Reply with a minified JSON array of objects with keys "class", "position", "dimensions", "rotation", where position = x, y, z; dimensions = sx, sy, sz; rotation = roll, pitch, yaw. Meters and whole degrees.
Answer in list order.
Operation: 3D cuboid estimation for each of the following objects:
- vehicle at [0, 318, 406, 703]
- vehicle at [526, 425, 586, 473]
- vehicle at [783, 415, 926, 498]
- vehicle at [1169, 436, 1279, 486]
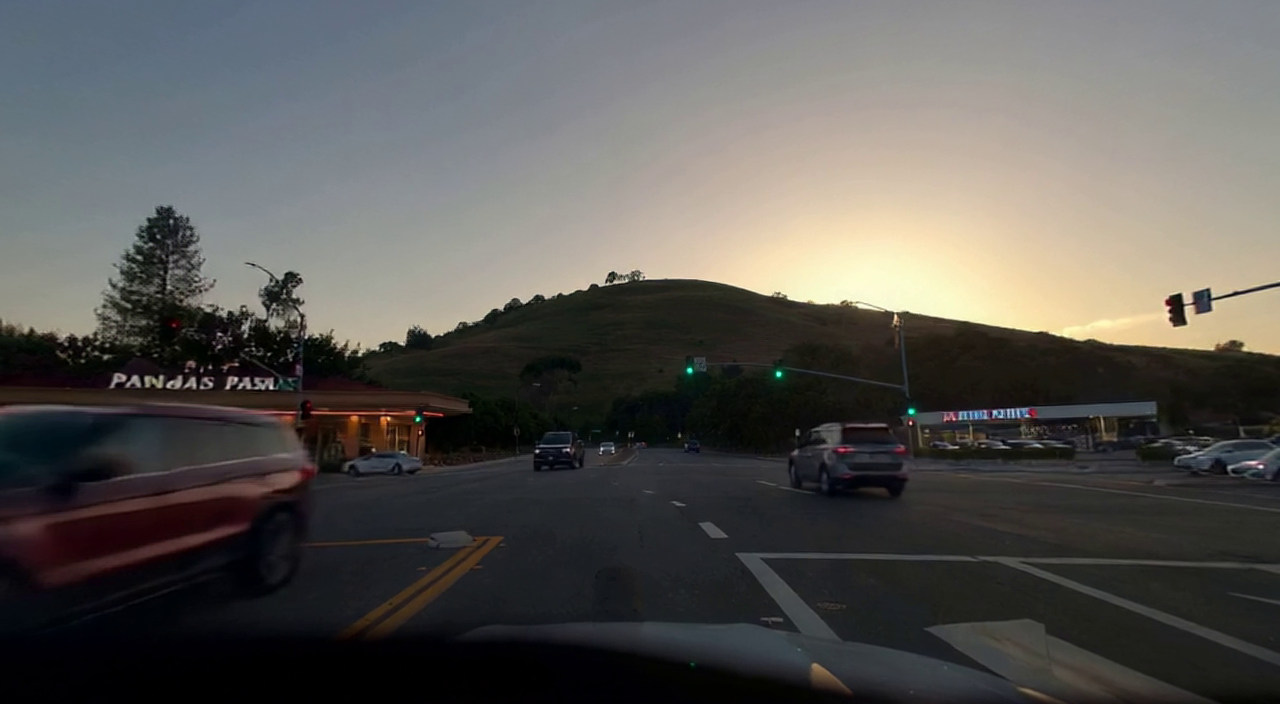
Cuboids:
[{"class":"vehicle","position":[-4.675,1.304,6.054],"dimensions":[2.662,2.197,5.454],"rotation":[0,-8,1]},{"class":"vehicle","position":[-4.427,5.244,34.186],"dimensions":[2.318,2.325,5.910],"rotation":[0,-8,1]},{"class":"vehicle","position":[6.340,3.192,19.467],"dimensions":[2.388,2.201,5.139],"rotation":[0,-9,-3]},{"class":"vehicle","position":[25.058,4.464,26.054],"dimensions":[4.546,1.944,2.051],"rotation":[1,-9,-5]}]
